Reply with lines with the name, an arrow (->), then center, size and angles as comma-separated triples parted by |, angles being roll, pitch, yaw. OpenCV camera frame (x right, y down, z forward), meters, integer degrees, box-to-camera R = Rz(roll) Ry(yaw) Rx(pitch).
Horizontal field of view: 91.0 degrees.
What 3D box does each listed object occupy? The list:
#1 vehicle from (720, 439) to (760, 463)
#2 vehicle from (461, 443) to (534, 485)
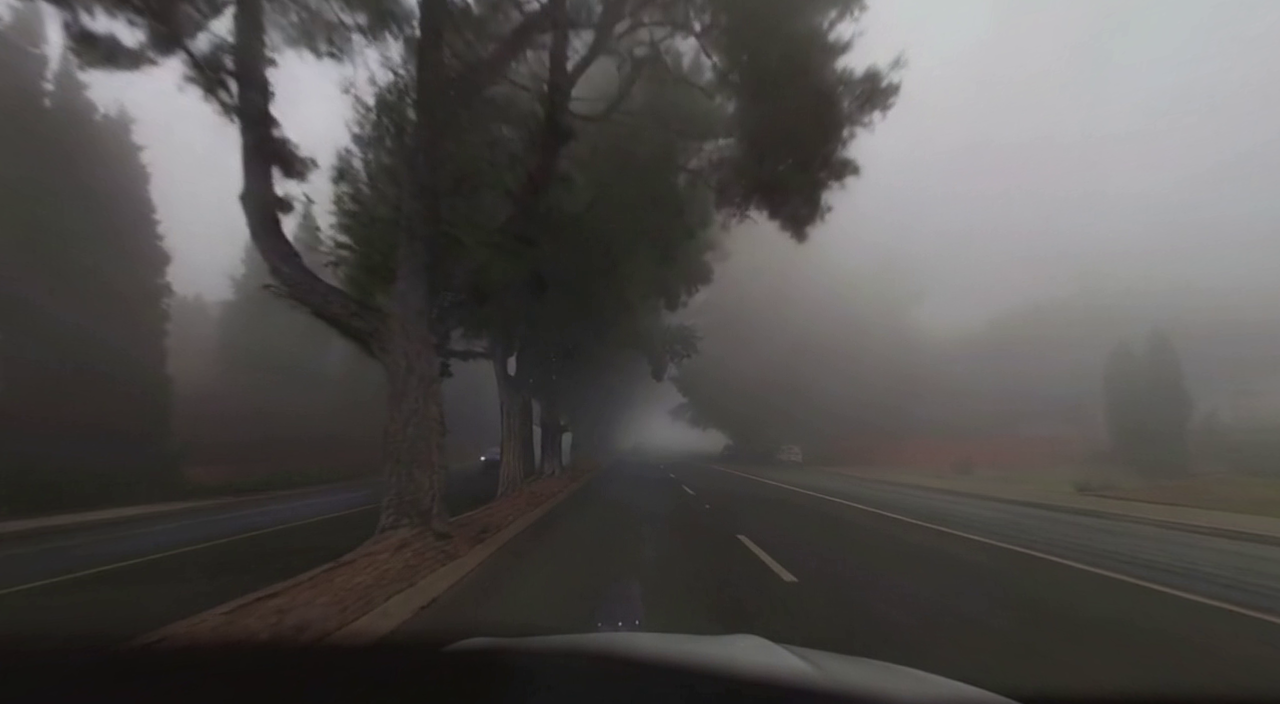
vehicle -> 7.398, 7.394, 47.012 | 2.087, 1.701, 4.435 | 0, -9, -2
vehicle -> -5.573, 4.436, 25.228 | 1.962, 1.471, 4.336 | -2, -9, 0
